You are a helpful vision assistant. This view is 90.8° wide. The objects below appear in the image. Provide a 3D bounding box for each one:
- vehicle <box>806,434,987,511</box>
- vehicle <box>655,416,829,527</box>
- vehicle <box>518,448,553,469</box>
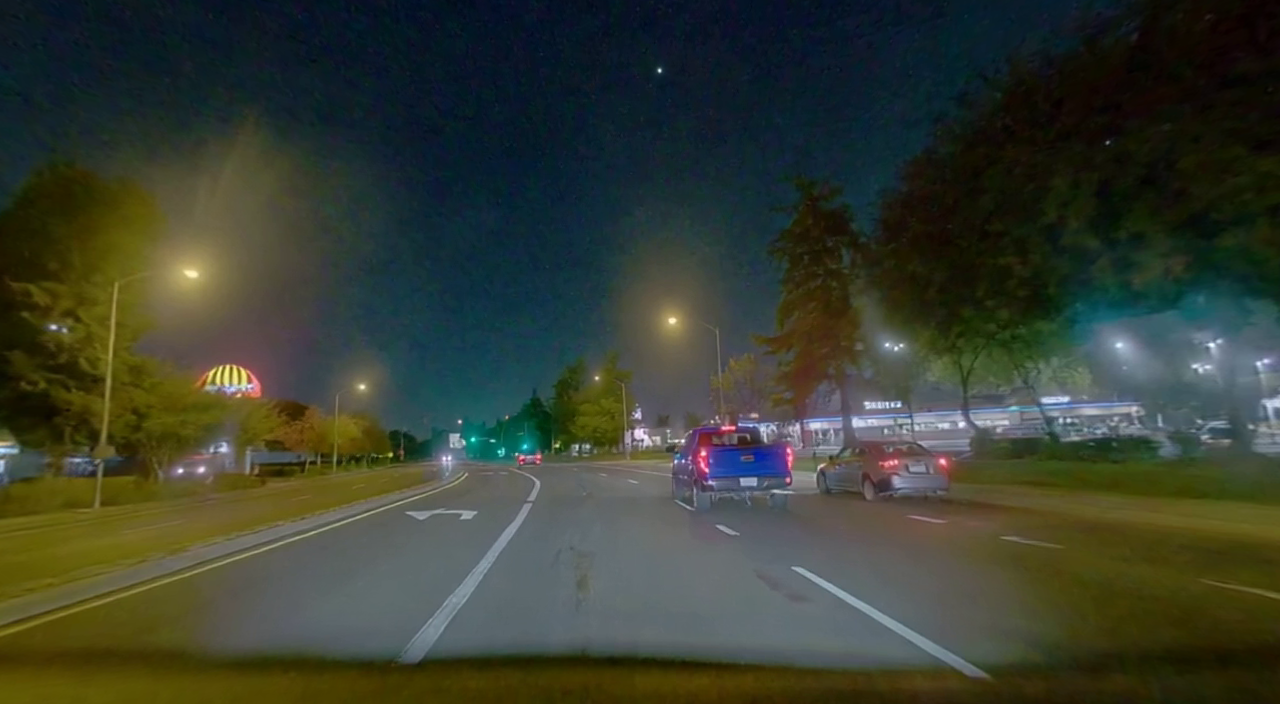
[{"bbox_3d":[5.576,2.672,14.460,1.986,1.480,4.296,1,-9,-6],"label":"vehicle"},{"bbox_3d":[1.709,2.296,12.677,2.214,1.749,4.998,1,-9,-6],"label":"vehicle"},{"bbox_3d":[-8.143,8.241,48.997,2.126,1.496,4.073,3,-9,-16],"label":"vehicle"}]
